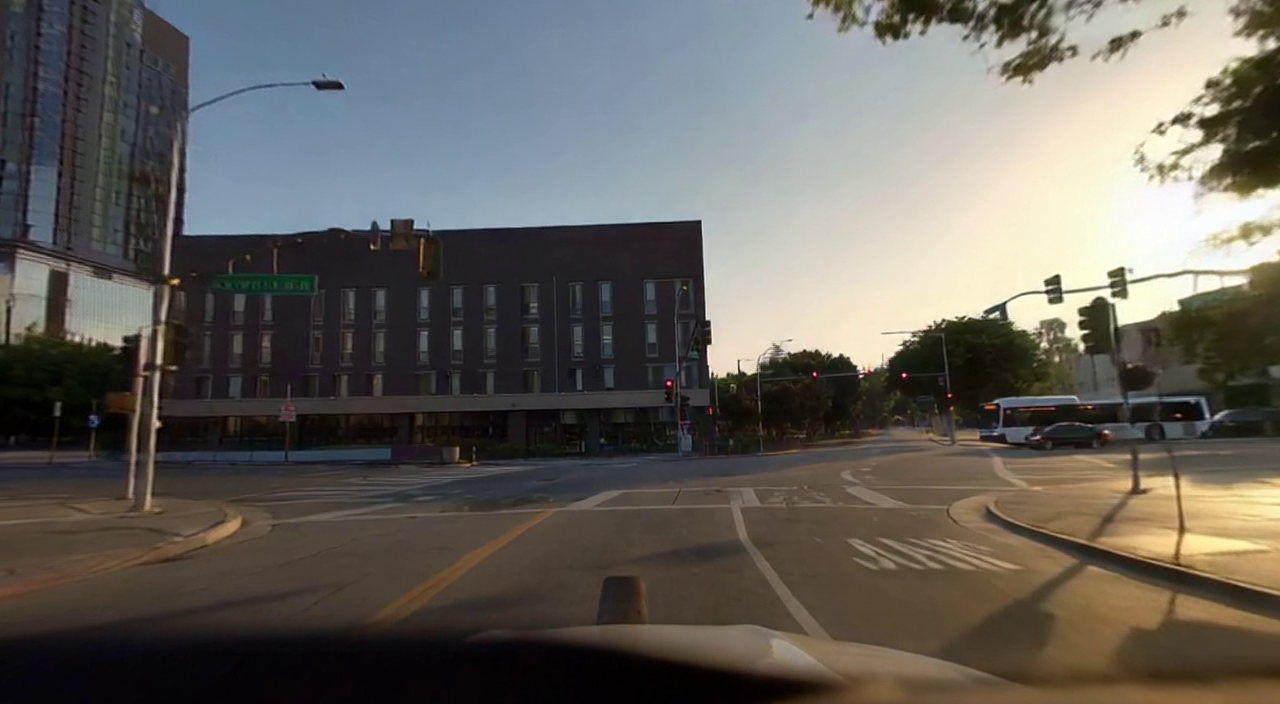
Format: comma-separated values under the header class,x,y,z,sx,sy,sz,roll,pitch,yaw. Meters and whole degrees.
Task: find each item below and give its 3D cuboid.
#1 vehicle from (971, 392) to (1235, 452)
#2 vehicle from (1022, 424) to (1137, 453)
class,x,y,z,sx,sy,sz,roll,pitch,yaw
vehicle,26.505,4.099,36.421,12.822,3.296,3.033,0,-9,-1
vehicle,22.626,4.492,32.436,4.538,1.461,1.805,0,-9,0
